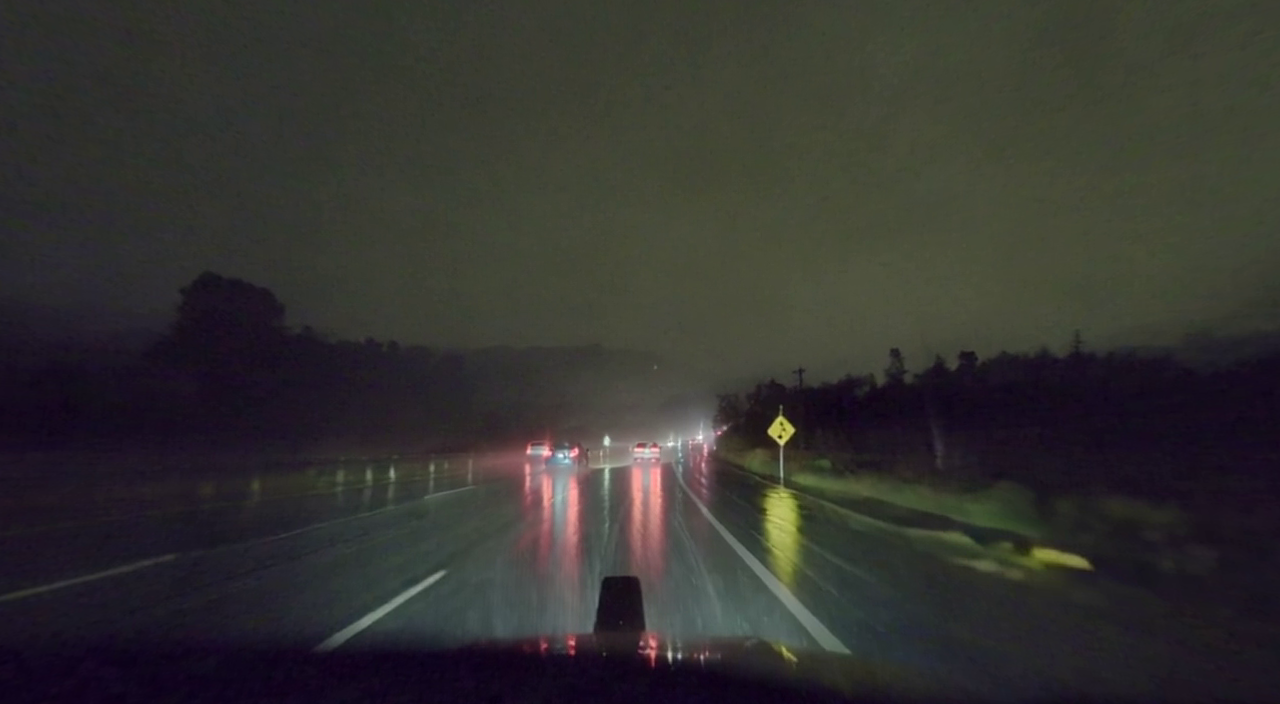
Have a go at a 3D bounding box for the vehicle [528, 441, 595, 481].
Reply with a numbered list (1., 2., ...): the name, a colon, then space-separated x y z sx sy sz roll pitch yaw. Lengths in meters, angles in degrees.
1. vehicle: -3.280 4.652 27.165 2.129 1.563 4.387 -1 -9 3

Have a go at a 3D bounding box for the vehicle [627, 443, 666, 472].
1. vehicle: 0.436 6.003 36.028 2.129 1.502 4.321 0 -9 2
